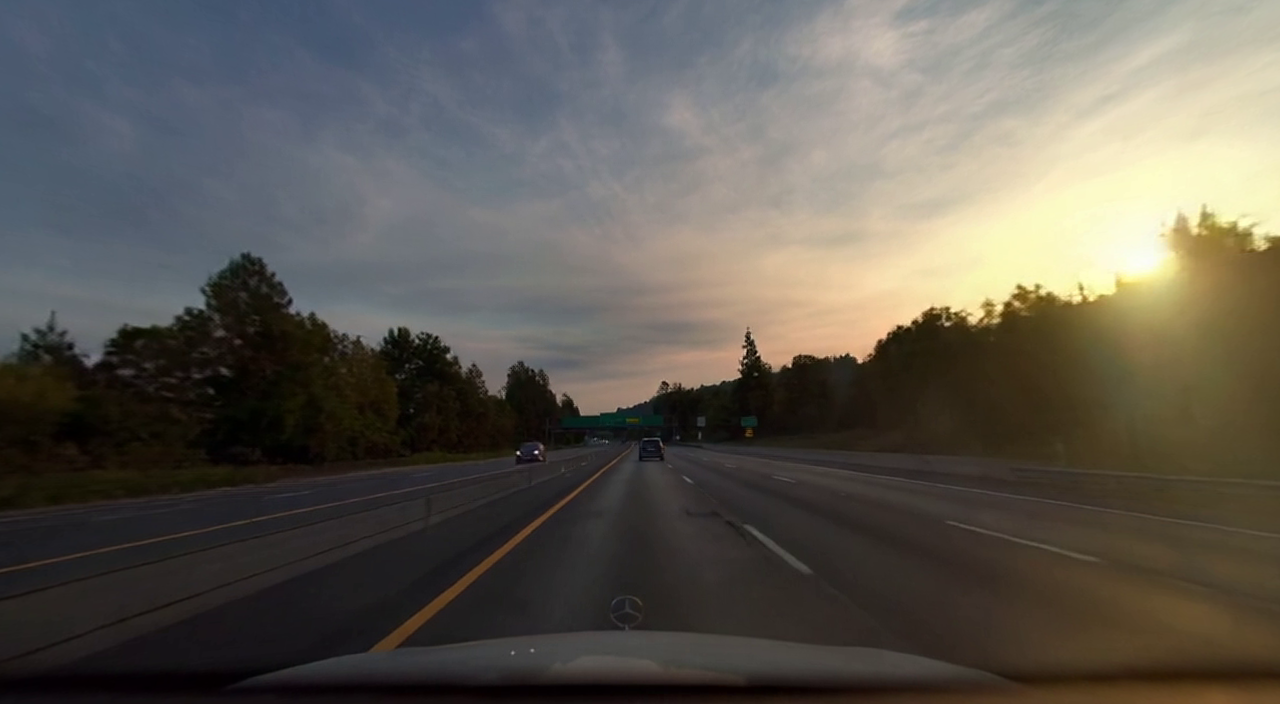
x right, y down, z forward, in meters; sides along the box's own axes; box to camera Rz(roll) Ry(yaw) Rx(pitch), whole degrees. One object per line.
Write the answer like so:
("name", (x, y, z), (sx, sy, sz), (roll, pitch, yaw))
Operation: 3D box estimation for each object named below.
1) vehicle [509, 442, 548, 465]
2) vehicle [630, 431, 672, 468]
("vehicle", (-7.694, 7.024, 43.759), (1.899, 1.513, 4.382), (0, -8, 1))
("vehicle", (0.650, 5.643, 36.599), (2.301, 1.944, 4.554), (0, -8, 1))
